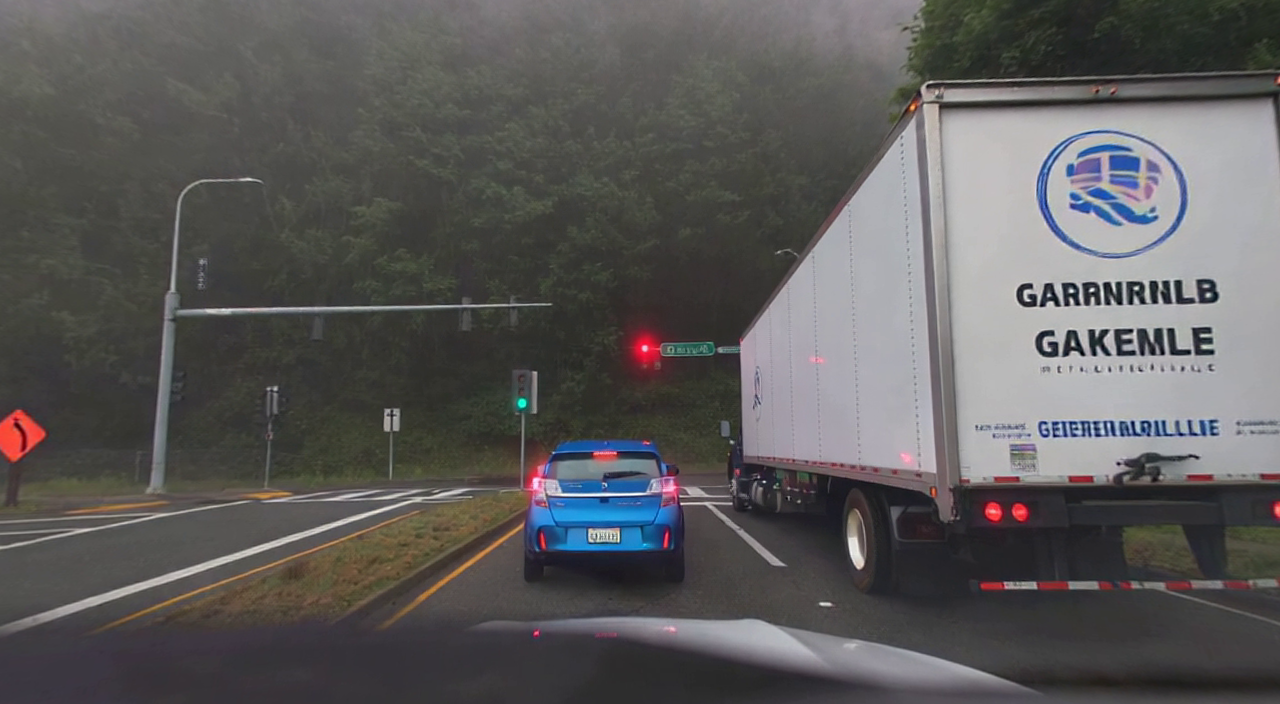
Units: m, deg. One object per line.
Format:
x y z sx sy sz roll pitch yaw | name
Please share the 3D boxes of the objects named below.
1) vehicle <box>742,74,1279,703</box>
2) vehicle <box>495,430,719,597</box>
3.522 0.845 8.545 2.884 3.753 9.763 0 -9 1 | vehicle
-0.327 1.711 7.426 1.975 1.457 3.526 0 -9 -1 | vehicle
